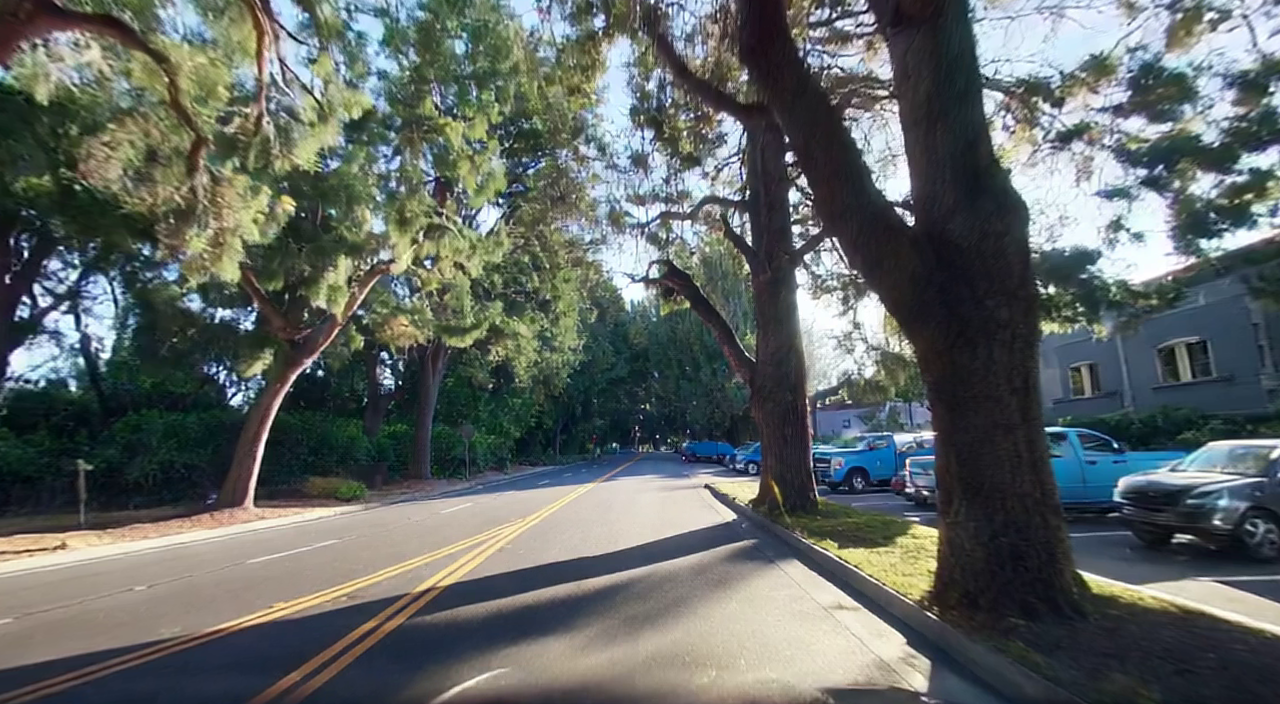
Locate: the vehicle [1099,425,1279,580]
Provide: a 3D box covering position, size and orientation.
[{"bbox_3d":[8.772,1.861,8.311,3.853,1.732,2.049,0,-8,-3],"label":"vehicle"}]

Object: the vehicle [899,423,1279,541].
[{"bbox_3d":[7.584,2.192,11.059,5.072,1.802,2.236,0,-8,-3],"label":"vehicle"}]
